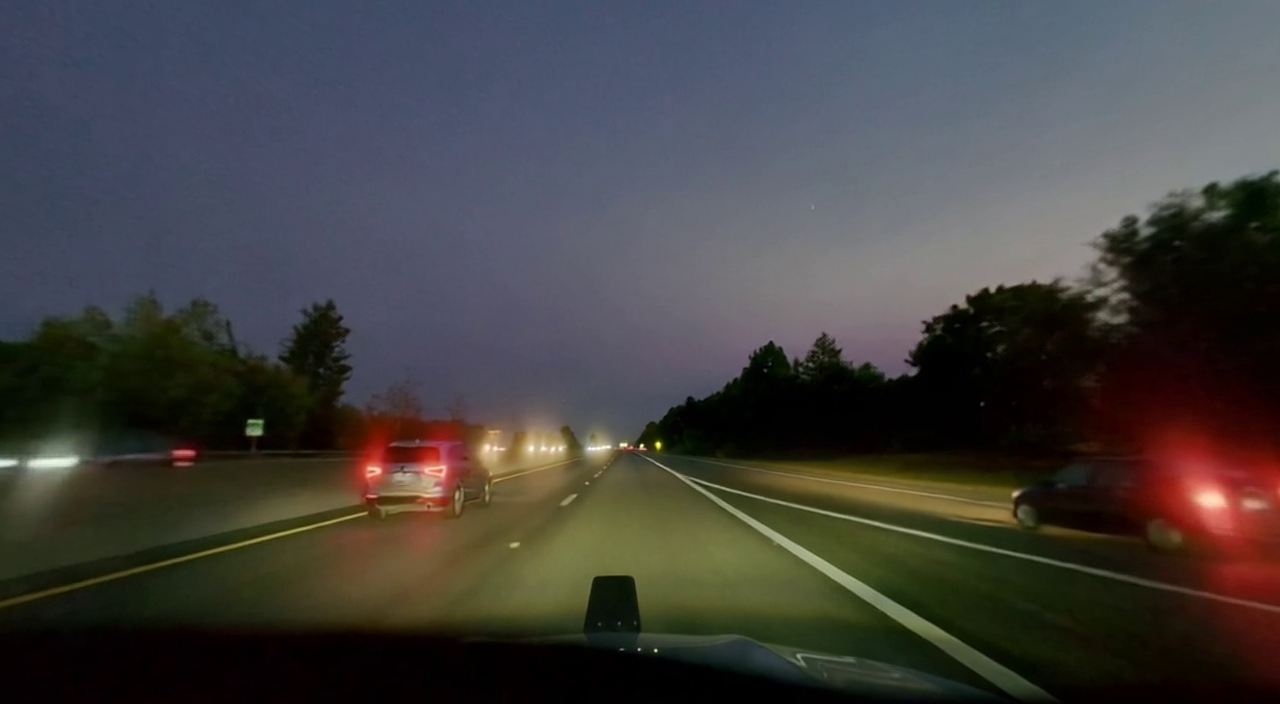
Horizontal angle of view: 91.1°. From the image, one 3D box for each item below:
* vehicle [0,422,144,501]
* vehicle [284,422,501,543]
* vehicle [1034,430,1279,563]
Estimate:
[{"bbox_3d":[-13.193,2.299,13.314,1.870,1.489,4.309,0,-9,-1],"label":"vehicle"},{"bbox_3d":[-4.078,2.224,11.359,2.111,1.717,4.426,0,-9,0],"label":"vehicle"},{"bbox_3d":[8.381,1.906,8.735,2.117,1.558,4.736,2,-9,-12],"label":"vehicle"}]
